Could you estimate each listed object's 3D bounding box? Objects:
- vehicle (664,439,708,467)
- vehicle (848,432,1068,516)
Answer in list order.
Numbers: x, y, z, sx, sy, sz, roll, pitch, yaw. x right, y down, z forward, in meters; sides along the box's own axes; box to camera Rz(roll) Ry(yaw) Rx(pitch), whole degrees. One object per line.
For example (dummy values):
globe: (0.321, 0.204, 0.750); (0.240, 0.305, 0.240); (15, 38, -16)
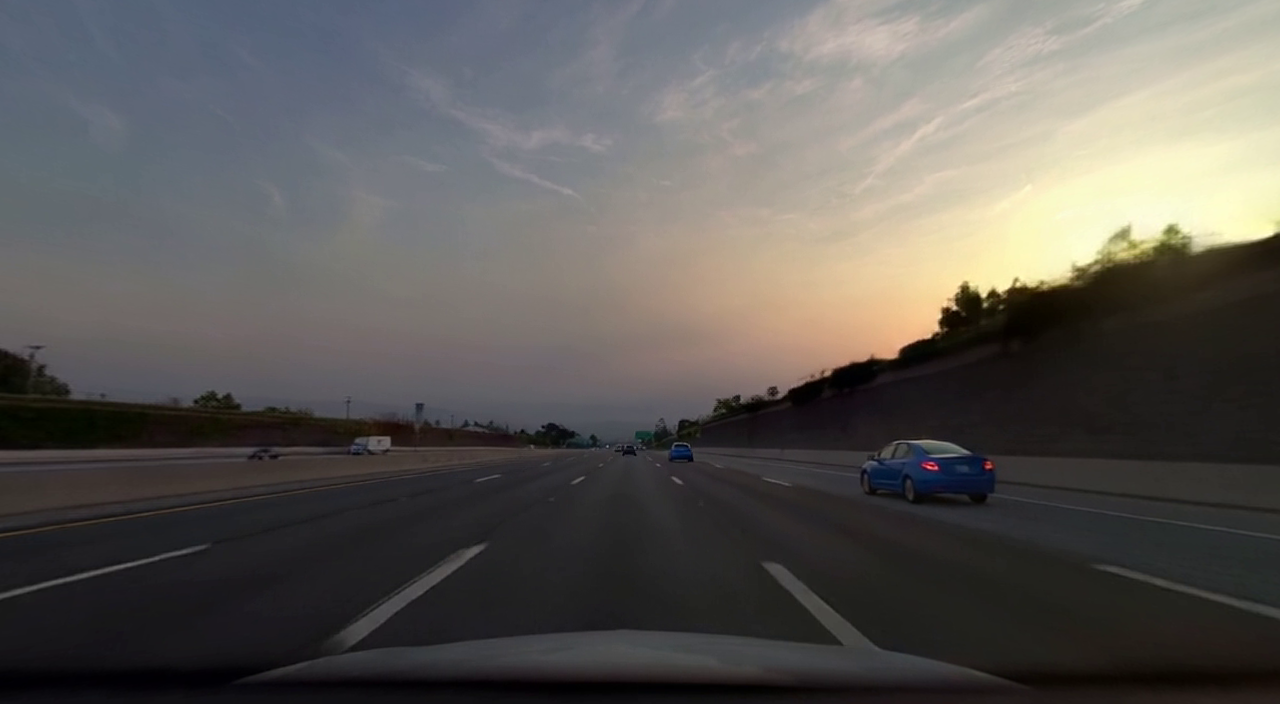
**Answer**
vehicle: (2.665, 5.985, 37.629); (2.270, 1.615, 3.770); (0, -8, -1)
vehicle: (6.670, 2.607, 14.128); (2.227, 1.522, 5.041); (0, -8, -1)
